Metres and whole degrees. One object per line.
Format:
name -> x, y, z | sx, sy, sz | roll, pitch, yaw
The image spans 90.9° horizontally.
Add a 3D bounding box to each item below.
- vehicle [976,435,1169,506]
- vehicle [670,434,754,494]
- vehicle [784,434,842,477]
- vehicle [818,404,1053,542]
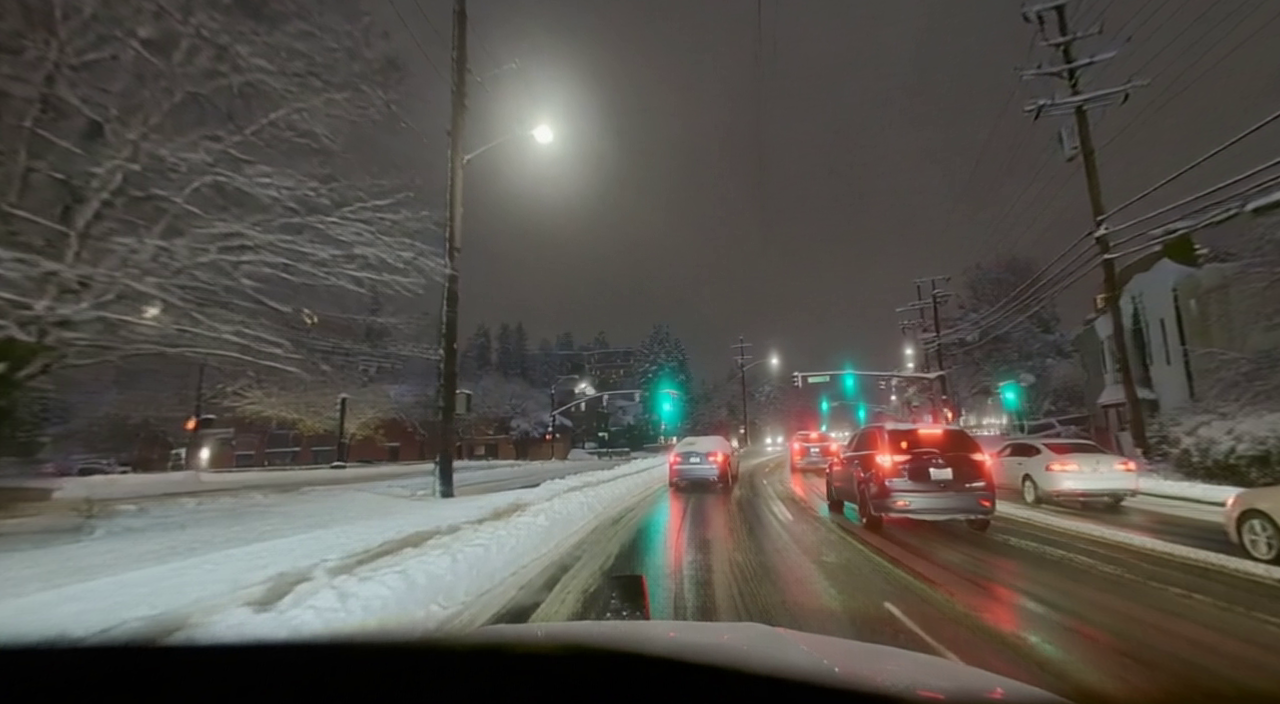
vehicle -> 10.204, 2.808, 15.410 | 1.882, 1.463, 4.543 | -1, -9, 6
vehicle -> 2.179, 3.232, 18.529 | 2.168, 1.527, 4.174 | -1, -9, 8
vehicle -> 7.036, 4.227, 25.967 | 1.896, 1.612, 4.203 | -2, -9, 10
vehicle -> 4.630, 1.980, 10.907 | 2.119, 1.810, 4.848 | -1, -9, 6
